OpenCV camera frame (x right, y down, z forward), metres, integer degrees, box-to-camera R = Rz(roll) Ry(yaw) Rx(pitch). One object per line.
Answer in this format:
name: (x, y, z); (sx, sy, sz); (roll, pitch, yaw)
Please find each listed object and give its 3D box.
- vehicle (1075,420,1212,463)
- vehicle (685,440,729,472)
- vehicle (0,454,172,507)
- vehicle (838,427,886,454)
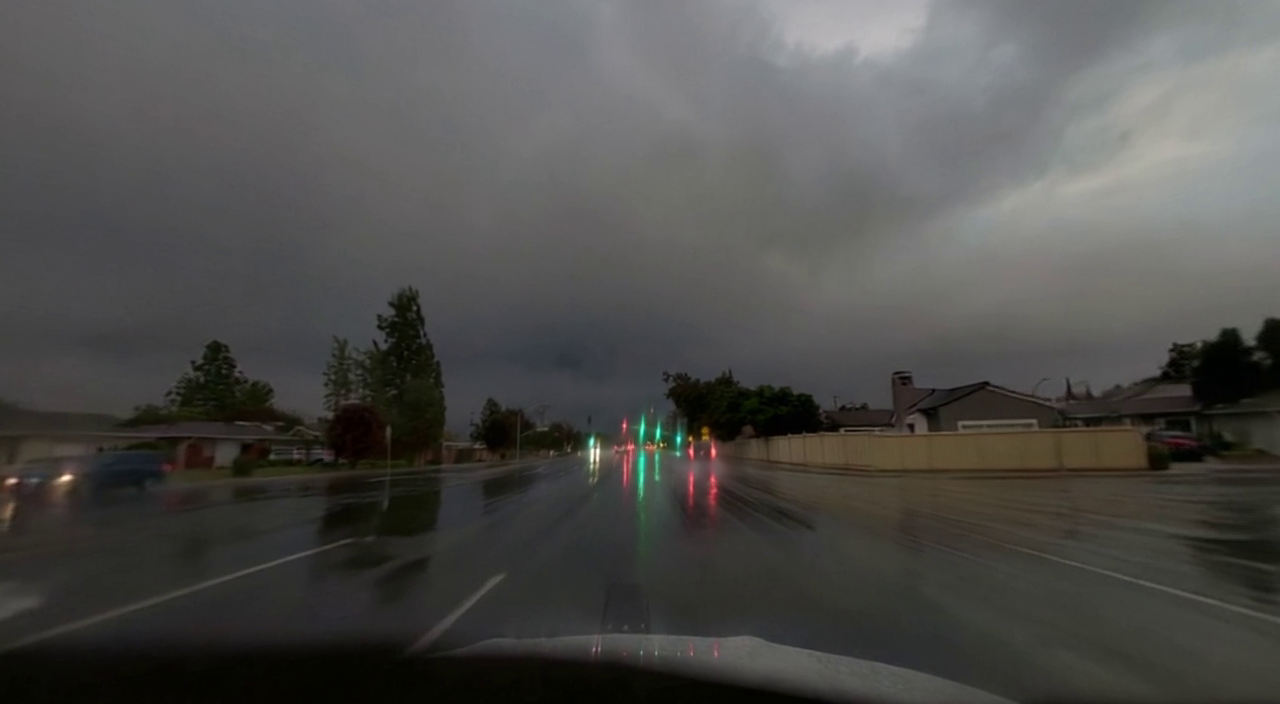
vehicle: (25.272, 4.565, 32.045); (2.198, 1.973, 5.805); (0, -8, 0)
vehicle: (3.974, 6.187, 37.871); (2.114, 1.780, 4.445); (0, -8, 0)
vehicle: (-17.425, 3.905, 19.417); (4.351, 1.489, 1.890); (1, -8, -5)
vehicle: (15.921, 6.387, 45.446); (2.084, 1.868, 5.067); (-1, -8, 6)
